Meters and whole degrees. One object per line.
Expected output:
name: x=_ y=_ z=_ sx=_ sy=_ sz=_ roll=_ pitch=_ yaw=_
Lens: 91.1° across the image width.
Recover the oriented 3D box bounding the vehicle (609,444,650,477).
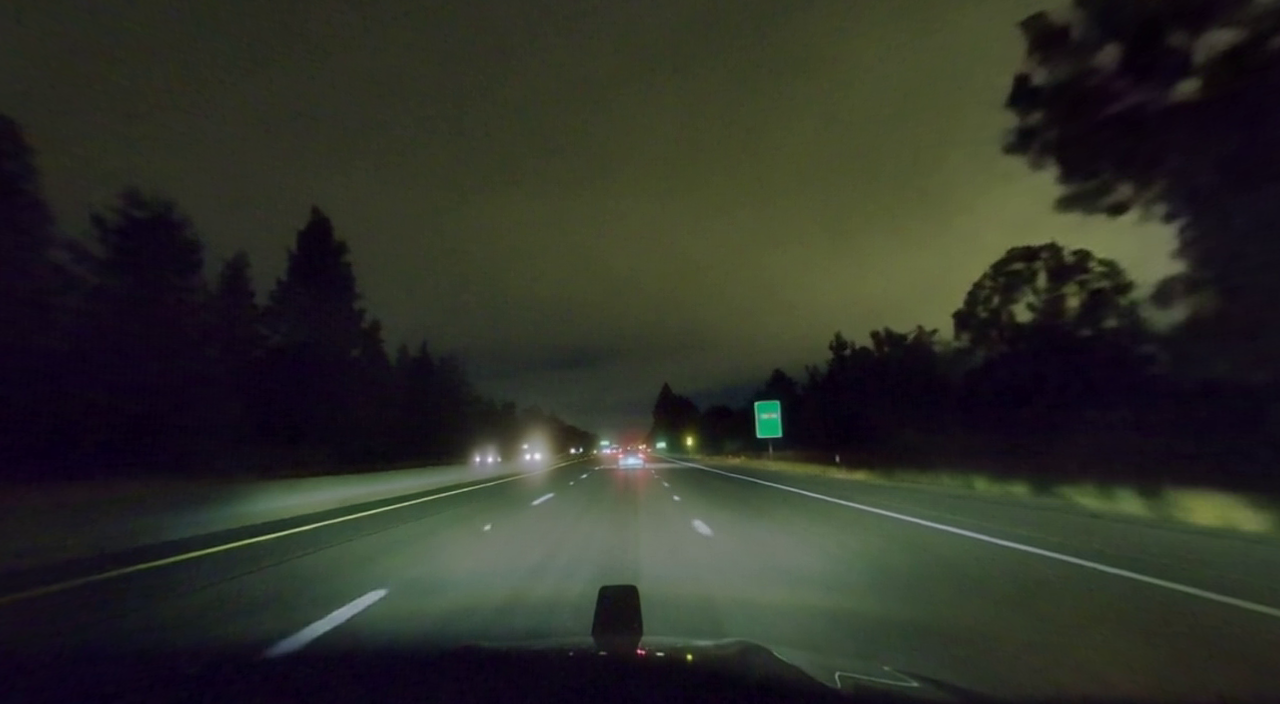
vehicle: x=-0.516 y=6.002 z=35.080 sx=2.120 sy=1.715 sz=4.153 roll=0 pitch=-9 yaw=1
